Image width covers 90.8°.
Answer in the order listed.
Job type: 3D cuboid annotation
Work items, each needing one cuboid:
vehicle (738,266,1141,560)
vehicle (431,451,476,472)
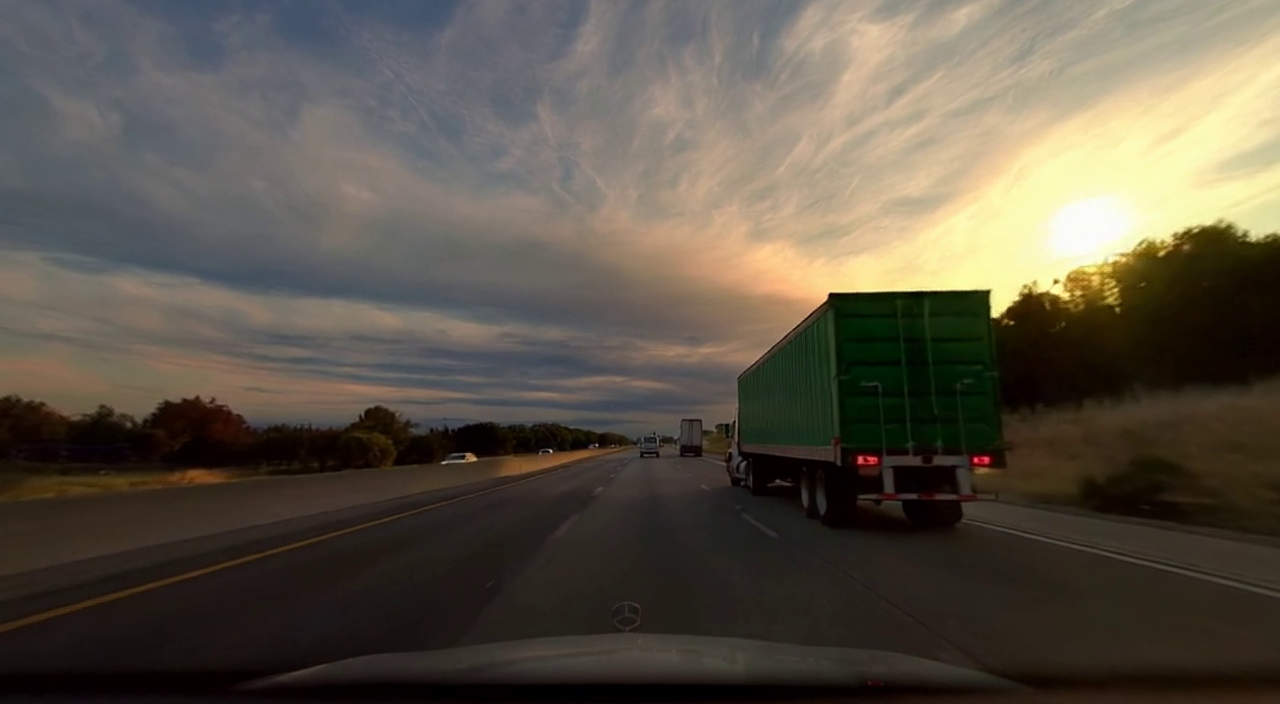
[{"bbox_3d":[4.071,1.316,11.704,2.960,3.381,8.914,0,-9,-1],"label":"vehicle"},{"bbox_3d":[-14.197,8.389,48.348,1.893,1.480,4.794,0,-9,1],"label":"vehicle"}]
